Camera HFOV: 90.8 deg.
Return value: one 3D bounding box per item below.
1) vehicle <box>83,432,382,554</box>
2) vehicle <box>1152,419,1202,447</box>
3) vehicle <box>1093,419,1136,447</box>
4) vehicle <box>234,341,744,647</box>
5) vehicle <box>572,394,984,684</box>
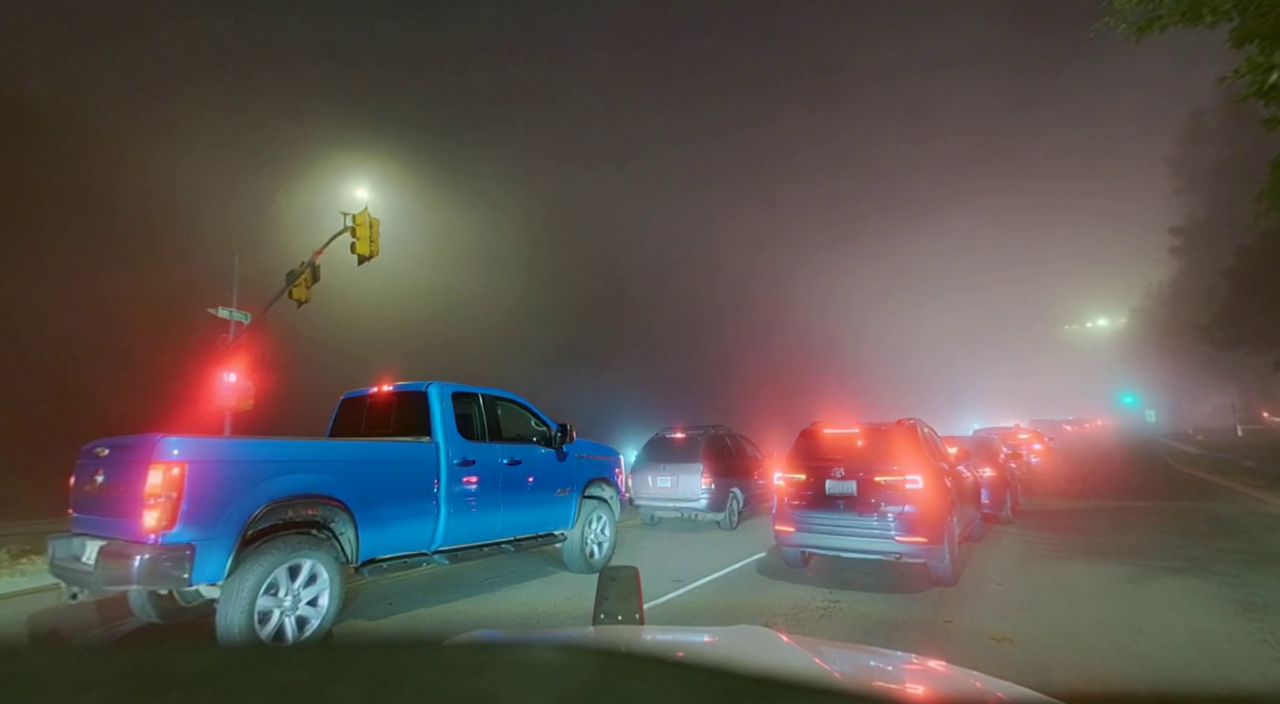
[{"bbox_3d":[-8.321,2.799,13.451,2.174,2.057,4.738,-6,-10,33],"label":"vehicle"},{"bbox_3d":[35.785,5.474,42.185,2.183,1.714,4.491,-7,-11,37],"label":"vehicle"},{"bbox_3d":[32.816,5.671,43.717,2.160,1.790,4.303,-6,-10,35],"label":"vehicle"},{"bbox_3d":[-0.876,1.398,7.463,2.272,2.016,6.146,-5,-10,27],"label":"vehicle"},{"bbox_3d":[1.723,1.377,5.994,2.027,1.549,4.801,-6,-10,35],"label":"vehicle"}]
